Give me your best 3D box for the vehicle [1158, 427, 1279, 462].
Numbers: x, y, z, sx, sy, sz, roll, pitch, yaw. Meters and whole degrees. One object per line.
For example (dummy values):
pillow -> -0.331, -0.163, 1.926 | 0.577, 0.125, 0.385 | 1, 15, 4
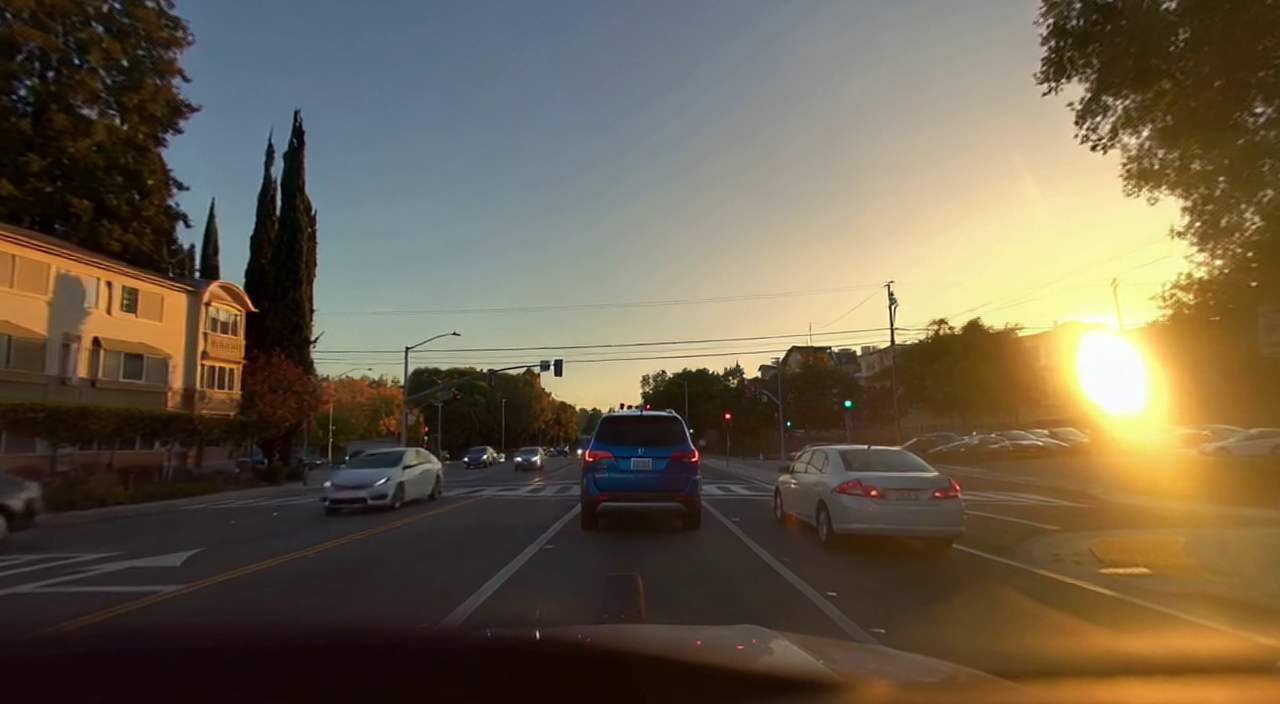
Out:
vehicle -> 25.846, 4.080, 27.594 | 4.420, 1.469, 1.807 | 0, -8, 0

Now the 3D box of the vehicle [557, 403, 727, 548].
vehicle -> -0.003, 1.973, 10.662 | 2.296, 1.947, 4.168 | 0, -8, -1

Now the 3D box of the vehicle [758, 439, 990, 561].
vehicle -> 3.327, 2.164, 10.048 | 1.900, 1.478, 4.425 | 0, -8, -2

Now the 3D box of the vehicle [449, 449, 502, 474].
vehicle -> -10.834, 7.245, 41.789 | 2.206, 1.544, 4.740 | 0, -8, 0

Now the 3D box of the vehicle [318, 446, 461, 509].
vehicle -> -6.638, 3.341, 17.324 | 1.981, 1.478, 4.701 | 0, -8, 0

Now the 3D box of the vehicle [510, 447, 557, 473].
vehicle -> -6.509, 6.662, 38.860 | 2.054, 1.478, 4.584 | 0, -8, 1

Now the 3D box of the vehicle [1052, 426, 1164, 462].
vehicle -> 26.544, 5.233, 35.728 | 4.704, 1.919, 2.130 | 0, -8, -3
